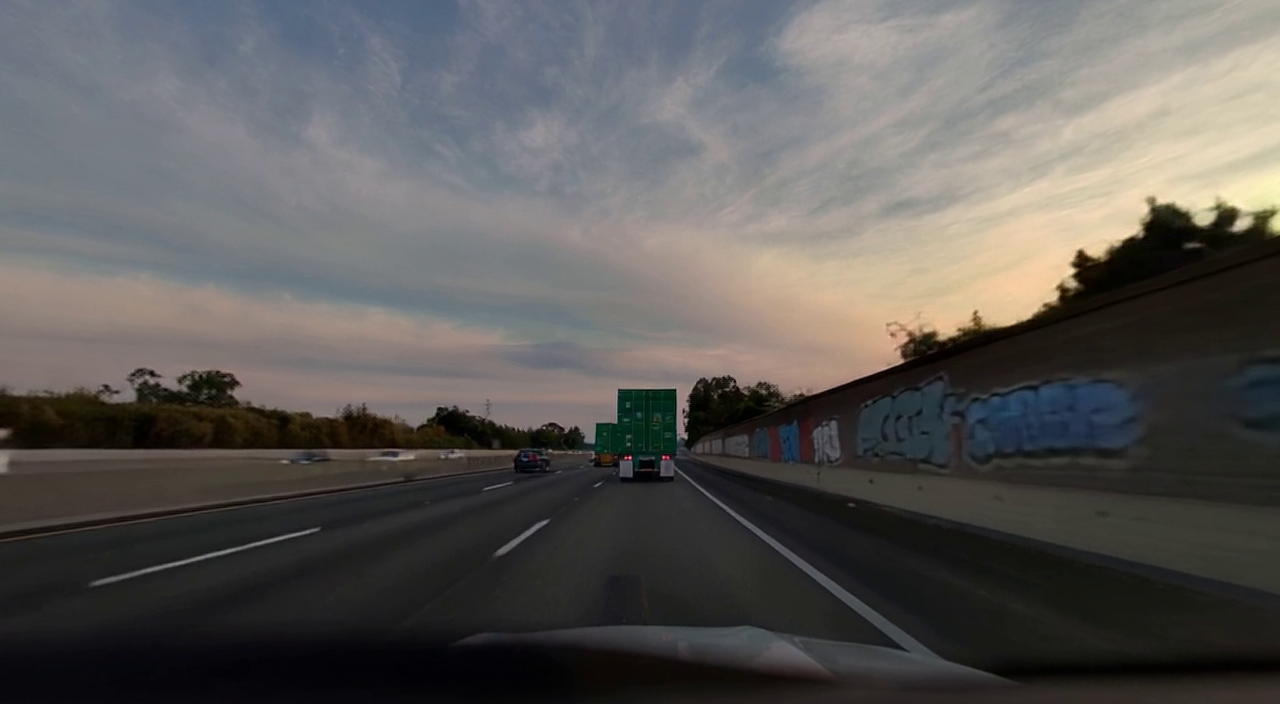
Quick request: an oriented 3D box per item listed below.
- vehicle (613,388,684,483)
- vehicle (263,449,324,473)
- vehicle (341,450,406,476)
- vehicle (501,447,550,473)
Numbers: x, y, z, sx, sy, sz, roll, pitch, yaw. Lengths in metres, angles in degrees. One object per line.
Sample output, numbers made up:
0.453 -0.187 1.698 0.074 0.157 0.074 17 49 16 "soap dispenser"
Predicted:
0.416 4.383 32.471 2.997 4.069 10.871 0 -9 1 "vehicle"
-24.258 7.612 44.231 1.874 1.538 4.045 0 -9 2 "vehicle"
-16.465 6.849 39.237 1.876 1.520 4.773 0 -9 1 "vehicle"
-7.093 6.749 39.607 1.998 1.529 4.850 0 -9 2 "vehicle"
